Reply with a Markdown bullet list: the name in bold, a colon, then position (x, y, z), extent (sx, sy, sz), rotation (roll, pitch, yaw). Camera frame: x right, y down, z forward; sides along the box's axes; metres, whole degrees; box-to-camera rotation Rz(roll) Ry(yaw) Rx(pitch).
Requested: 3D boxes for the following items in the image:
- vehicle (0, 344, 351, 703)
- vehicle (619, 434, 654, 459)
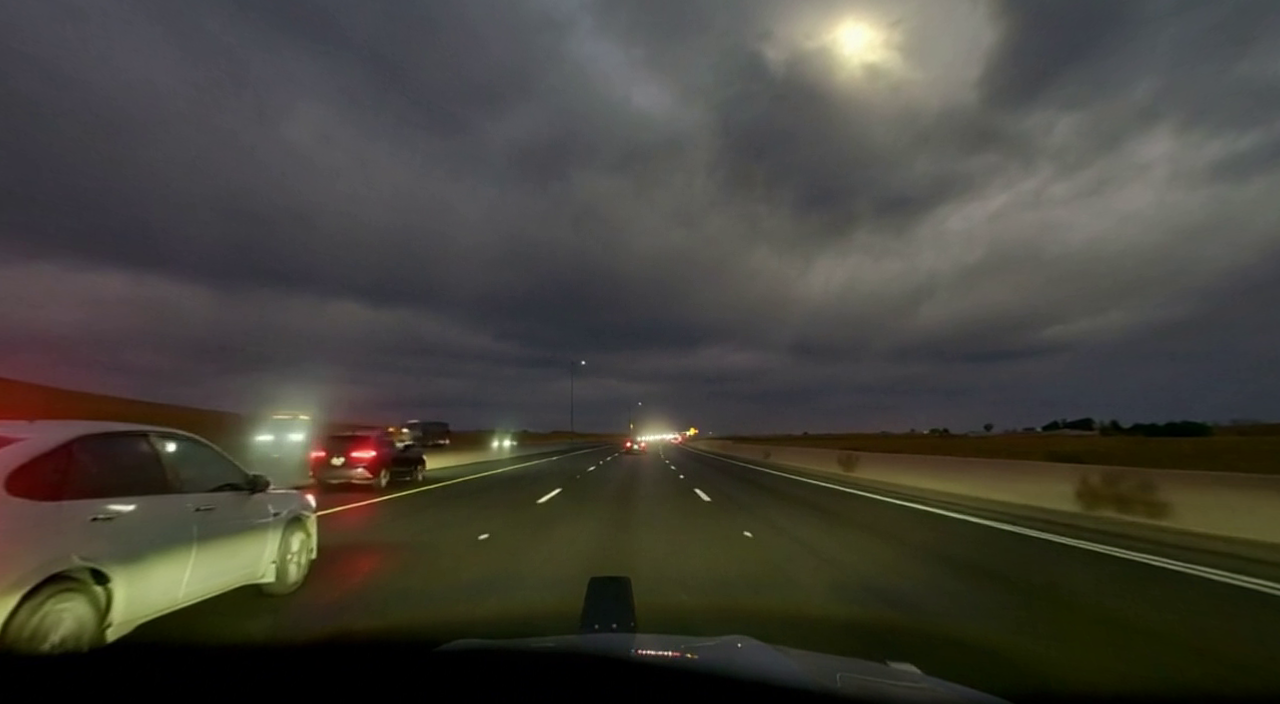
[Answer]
- **vehicle**: position (-3.839, 0.971, 3.824), extent (2.070, 1.703, 4.452), rotation (0, -8, 0)
- **vehicle**: position (-0.230, 5.945, 39.751), extent (2.140, 1.475, 3.969), rotation (0, -8, 0)
